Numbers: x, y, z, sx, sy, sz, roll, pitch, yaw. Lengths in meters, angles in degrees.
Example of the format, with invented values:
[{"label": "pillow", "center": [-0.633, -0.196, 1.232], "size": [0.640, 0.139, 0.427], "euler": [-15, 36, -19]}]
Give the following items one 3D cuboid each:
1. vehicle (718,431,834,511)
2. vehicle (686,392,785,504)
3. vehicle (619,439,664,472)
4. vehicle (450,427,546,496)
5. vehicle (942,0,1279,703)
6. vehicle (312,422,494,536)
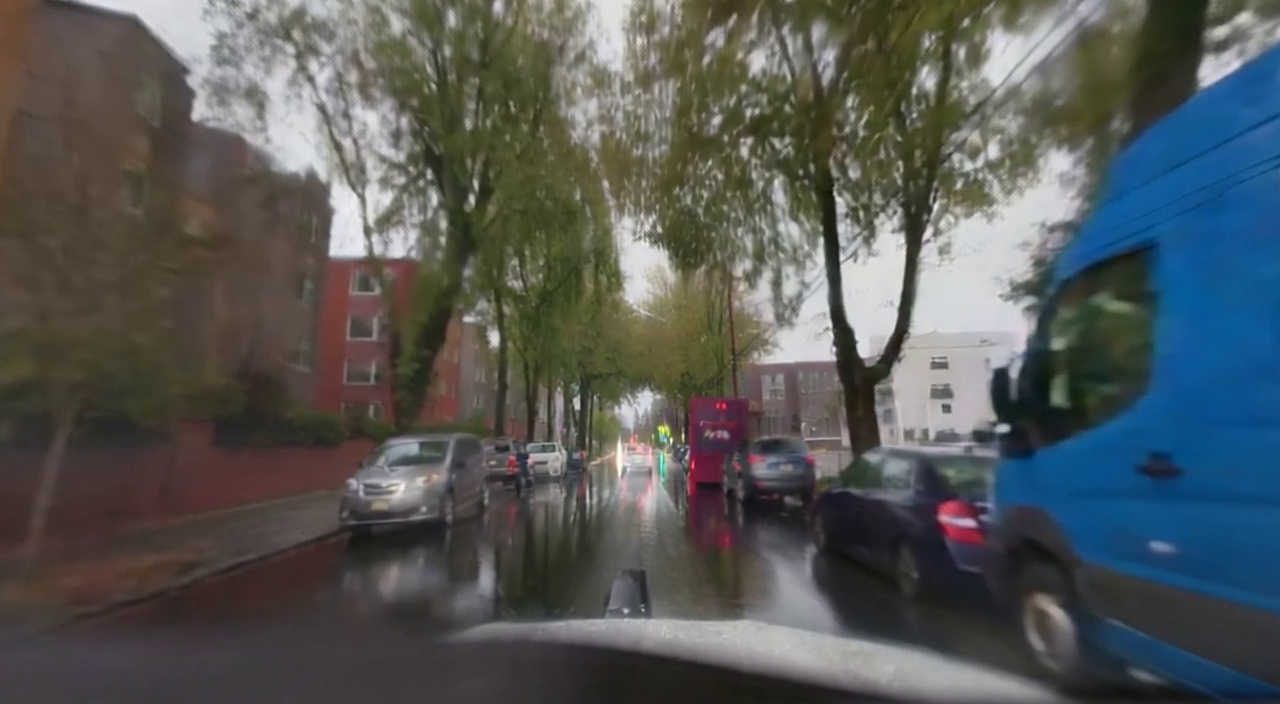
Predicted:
[{"label": "vehicle", "center": [3.086, 2.756, 15.184], "size": [1.901, 1.649, 4.118], "euler": [0, -8, 0]}, {"label": "vehicle", "center": [2.922, 2.912, 21.008], "size": [2.489, 3.082, 6.627], "euler": [1, -4, 2]}, {"label": "vehicle", "center": [0.126, 5.029, 30.828], "size": [2.095, 1.510, 3.605], "euler": [0, -8, 2]}, {"label": "vehicle", "center": [-4.540, 3.502, 20.845], "size": [2.022, 1.721, 4.355], "euler": [1, -3, 2]}, {"label": "vehicle", "center": [3.048, 0.201, 0.967], "size": [2.245, 2.843, 5.762], "euler": [0, -8, 0]}, {"label": "vehicle", "center": [-4.303, 2.280, 12.222], "size": [1.951, 1.662, 4.046], "euler": [1, -4, 0]}]
